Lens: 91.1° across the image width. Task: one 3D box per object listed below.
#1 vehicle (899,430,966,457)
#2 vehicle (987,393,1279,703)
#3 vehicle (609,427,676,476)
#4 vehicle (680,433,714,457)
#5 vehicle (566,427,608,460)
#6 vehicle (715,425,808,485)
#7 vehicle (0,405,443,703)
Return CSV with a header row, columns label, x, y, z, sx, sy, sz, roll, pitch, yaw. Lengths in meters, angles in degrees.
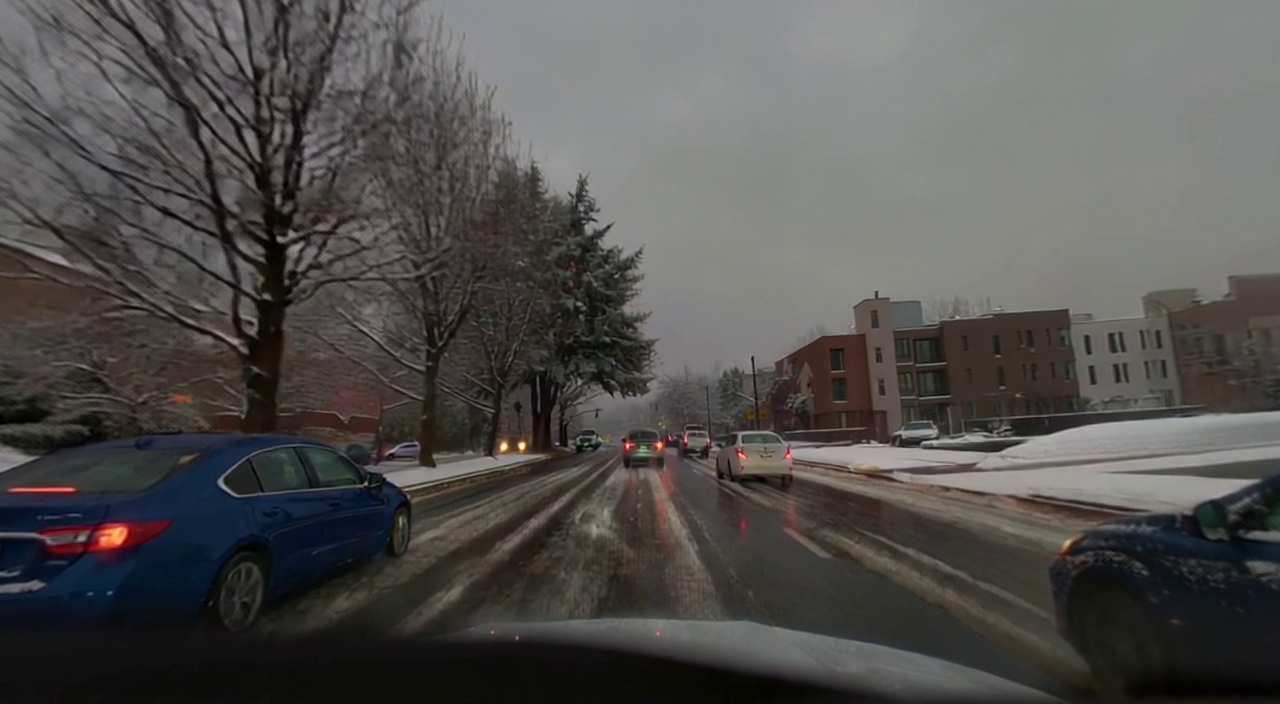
label,x,y,z,sx,sy,sz,roll,pitch,yaw
vehicle,18.021,5.729,38.915,1.767,1.400,4.107,-3,-10,-7
vehicle,3.402,0.852,2.012,2.060,1.474,4.475,0,-8,1
vehicle,0.074,3.732,23.712,2.293,1.662,4.262,0,-8,0
vehicle,4.155,6.834,46.176,2.067,1.687,4.163,0,-8,-1
vehicle,-3.437,6.077,41.754,2.246,2.062,5.123,0,-8,1
vehicle,3.658,3.205,19.814,2.019,1.675,4.488,0,-8,0
vehicle,-3.480,1.340,5.400,1.997,1.479,4.547,0,-8,1
